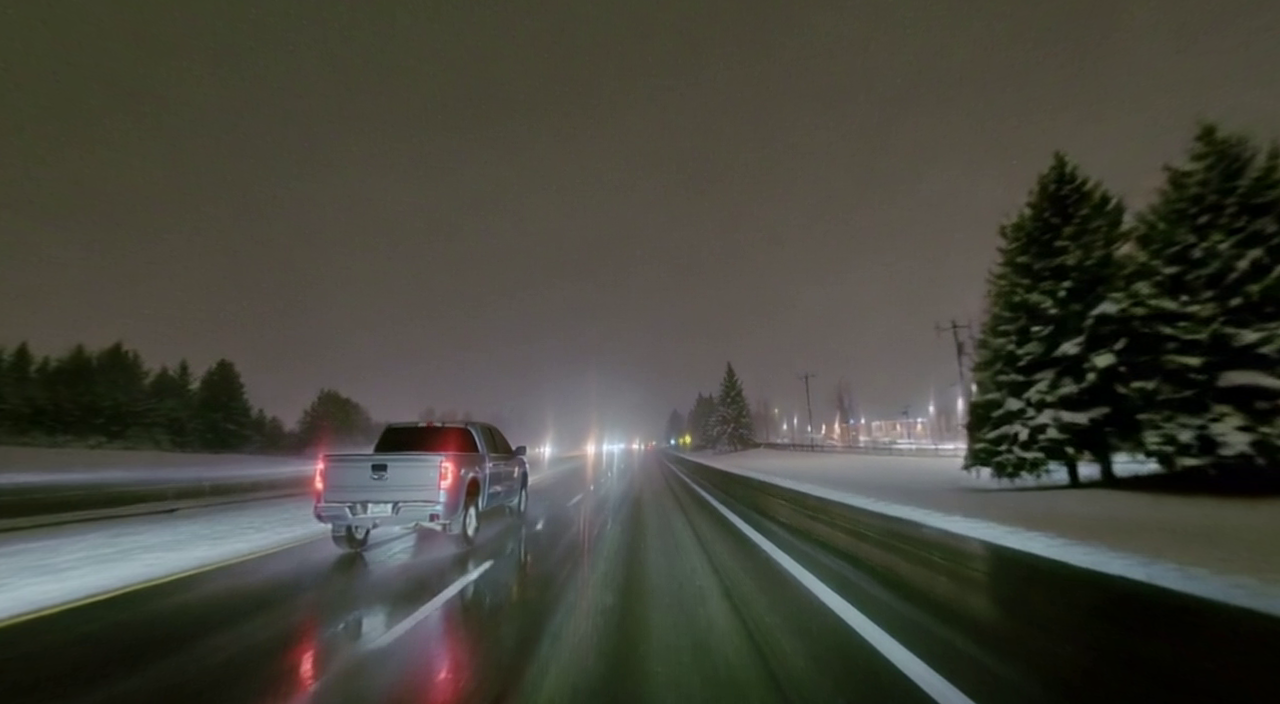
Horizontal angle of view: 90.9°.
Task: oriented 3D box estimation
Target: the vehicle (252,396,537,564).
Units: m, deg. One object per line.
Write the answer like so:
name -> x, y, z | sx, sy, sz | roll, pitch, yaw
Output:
vehicle -> -3.303, 1.901, 10.174 | 2.350, 1.932, 5.562 | 0, -8, 0
